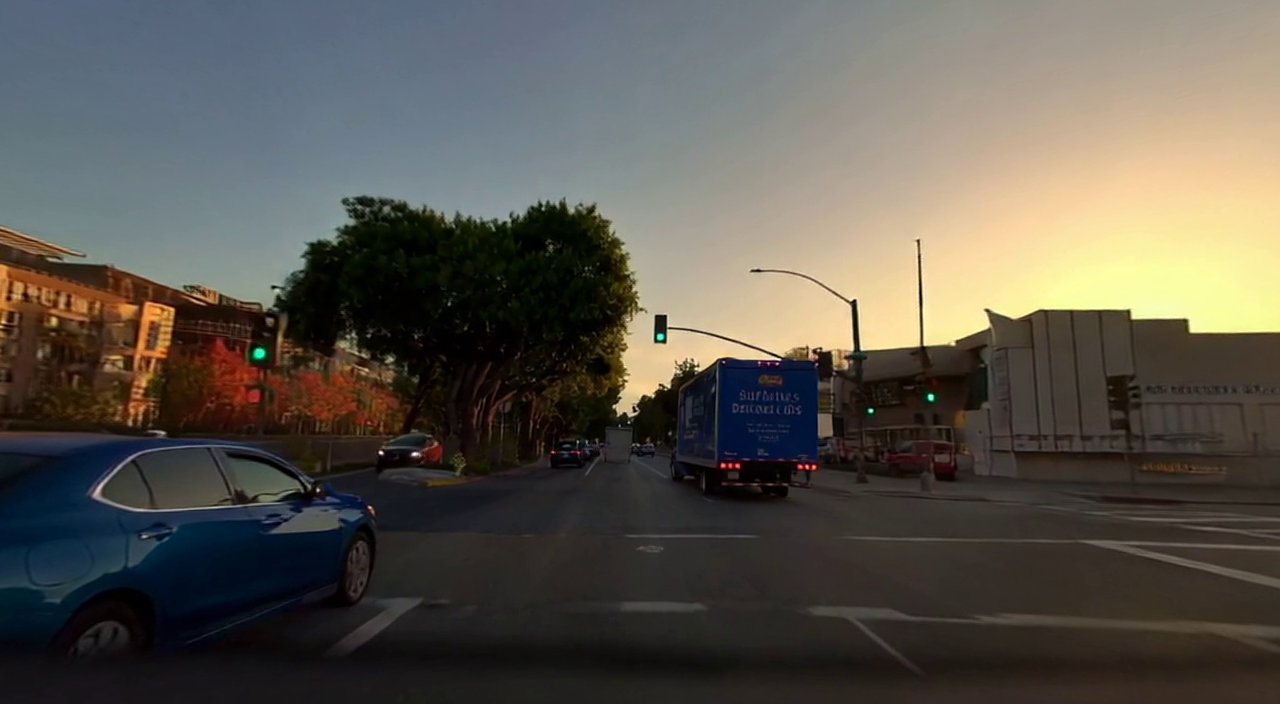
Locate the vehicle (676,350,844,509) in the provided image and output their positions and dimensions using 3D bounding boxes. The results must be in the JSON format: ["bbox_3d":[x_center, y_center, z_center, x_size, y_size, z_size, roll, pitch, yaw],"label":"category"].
[{"bbox_3d":[3.004,2.402,18.765,2.905,3.644,8.441,0,-9,-3],"label":"vehicle"}]

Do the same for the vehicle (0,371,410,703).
[{"bbox_3d":[-3.000,1.018,3.329,1.828,1.515,4.422,0,-9,1],"label":"vehicle"}]

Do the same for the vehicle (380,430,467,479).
[{"bbox_3d":[-8.998,4.319,26.583,2.374,1.863,4.751,1,-9,-6],"label":"vehicle"}]

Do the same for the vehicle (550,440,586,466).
[{"bbox_3d":[-5.275,7.464,46.560,2.388,1.811,4.455,1,-9,-4],"label":"vehicle"}]

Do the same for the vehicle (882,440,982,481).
[{"bbox_3d":[17.454,6.439,37.474,5.948,2.233,2.406,6,-11,-31],"label":"vehicle"}]
